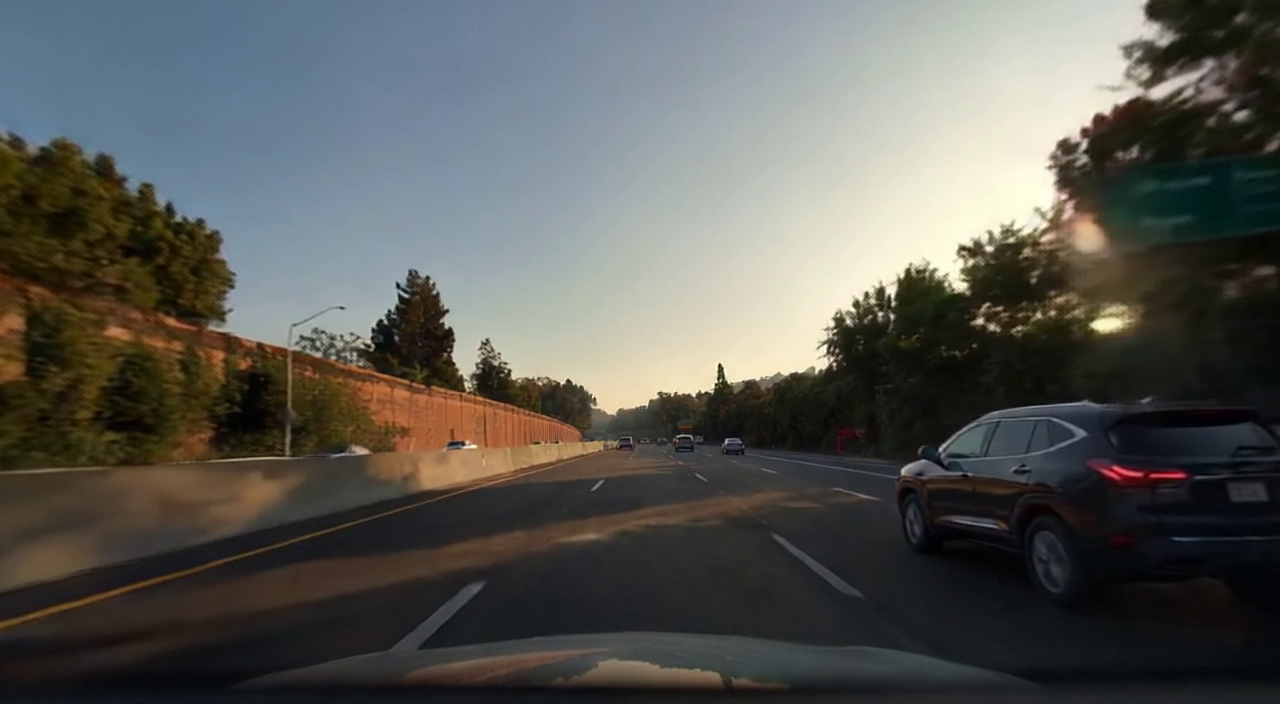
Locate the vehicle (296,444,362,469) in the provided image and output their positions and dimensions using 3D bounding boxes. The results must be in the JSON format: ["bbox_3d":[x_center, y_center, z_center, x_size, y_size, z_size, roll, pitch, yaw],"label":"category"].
[{"bbox_3d":[-19.379,6.489,39.485,1.863,1.460,4.614,0,-8,-1],"label":"vehicle"}]

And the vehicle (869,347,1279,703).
[{"bbox_3d":[3.936,1.194,5.383,2.190,1.783,4.637,0,-8,0],"label":"vehicle"}]
